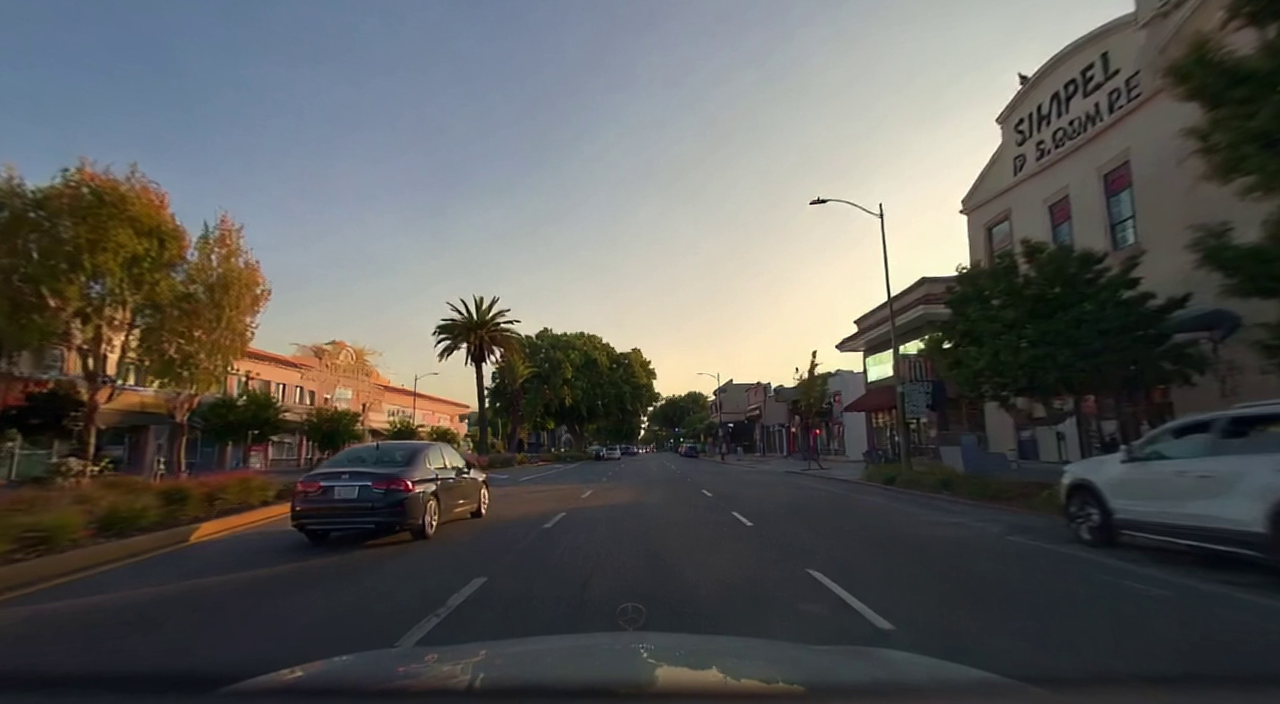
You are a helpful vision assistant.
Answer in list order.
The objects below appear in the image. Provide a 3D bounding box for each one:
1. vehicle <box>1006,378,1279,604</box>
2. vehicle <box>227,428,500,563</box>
[{"bbox_3d":[6.444,1.246,5.843,2.214,1.865,6.549,0,-9,0],"label":"vehicle"},{"bbox_3d":[-3.642,1.970,9.440,2.032,1.511,4.424,0,-9,1],"label":"vehicle"}]
